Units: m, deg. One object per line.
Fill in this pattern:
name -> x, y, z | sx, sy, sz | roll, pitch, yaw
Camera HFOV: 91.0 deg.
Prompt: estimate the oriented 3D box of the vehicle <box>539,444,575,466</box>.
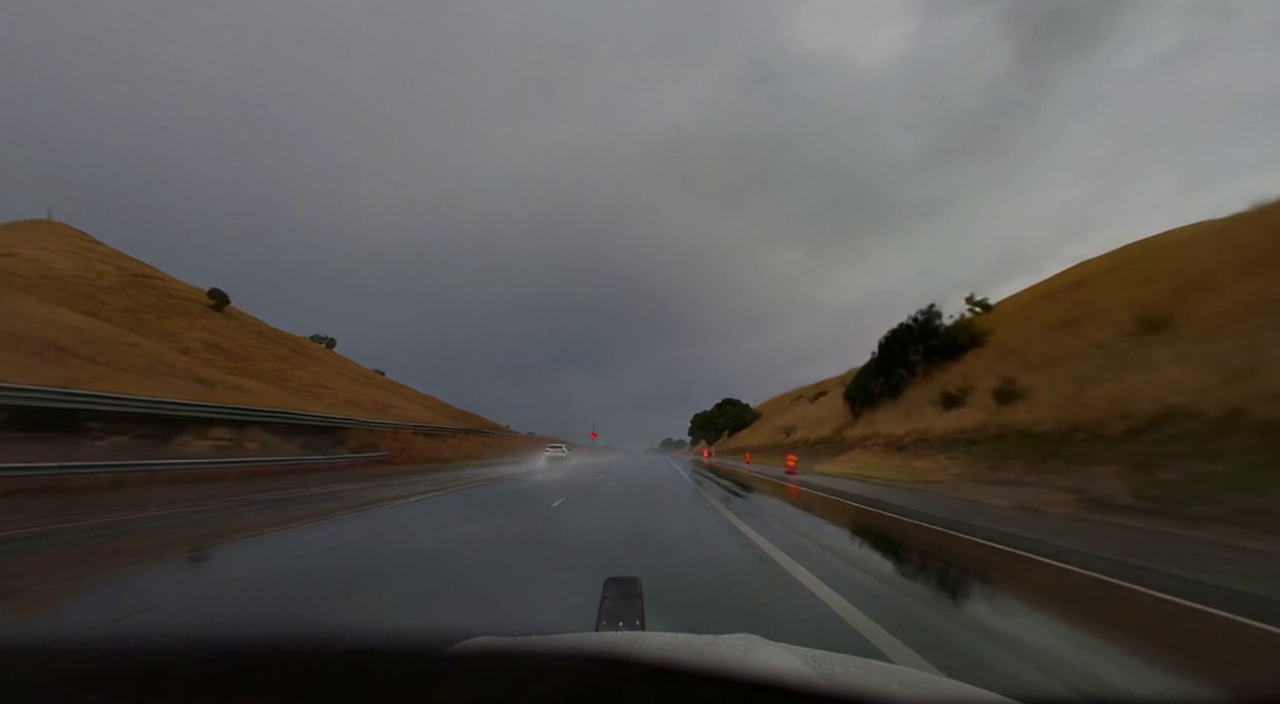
vehicle -> -6.169, 7.697, 47.165 | 2.042, 1.585, 4.162 | 0, -9, 1
